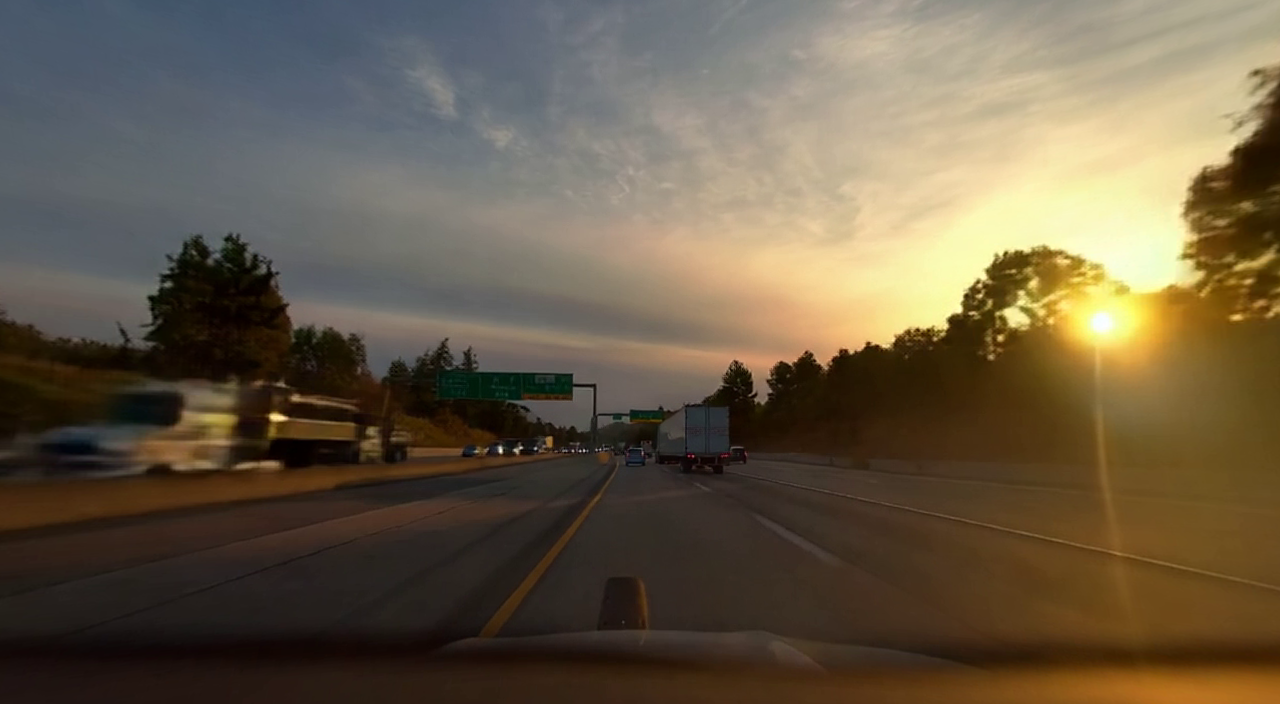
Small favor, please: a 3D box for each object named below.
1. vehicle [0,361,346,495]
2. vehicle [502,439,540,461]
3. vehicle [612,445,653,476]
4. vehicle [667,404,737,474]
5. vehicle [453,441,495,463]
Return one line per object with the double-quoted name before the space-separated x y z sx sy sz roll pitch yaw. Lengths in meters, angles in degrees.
"vehicle" -7.339 1.381 10.757 2.099 1.725 5.303 0 -9 0
"vehicle" -8.194 6.837 43.867 1.877 1.481 4.062 0 -9 0
"vehicle" -0.427 5.949 34.685 2.111 1.599 3.859 0 -9 -2
"vehicle" 3.830 5.967 42.504 2.931 4.009 12.800 0 -9 -2
"vehicle" -12.162 7.357 46.482 1.867 1.499 4.538 0 -9 -1
